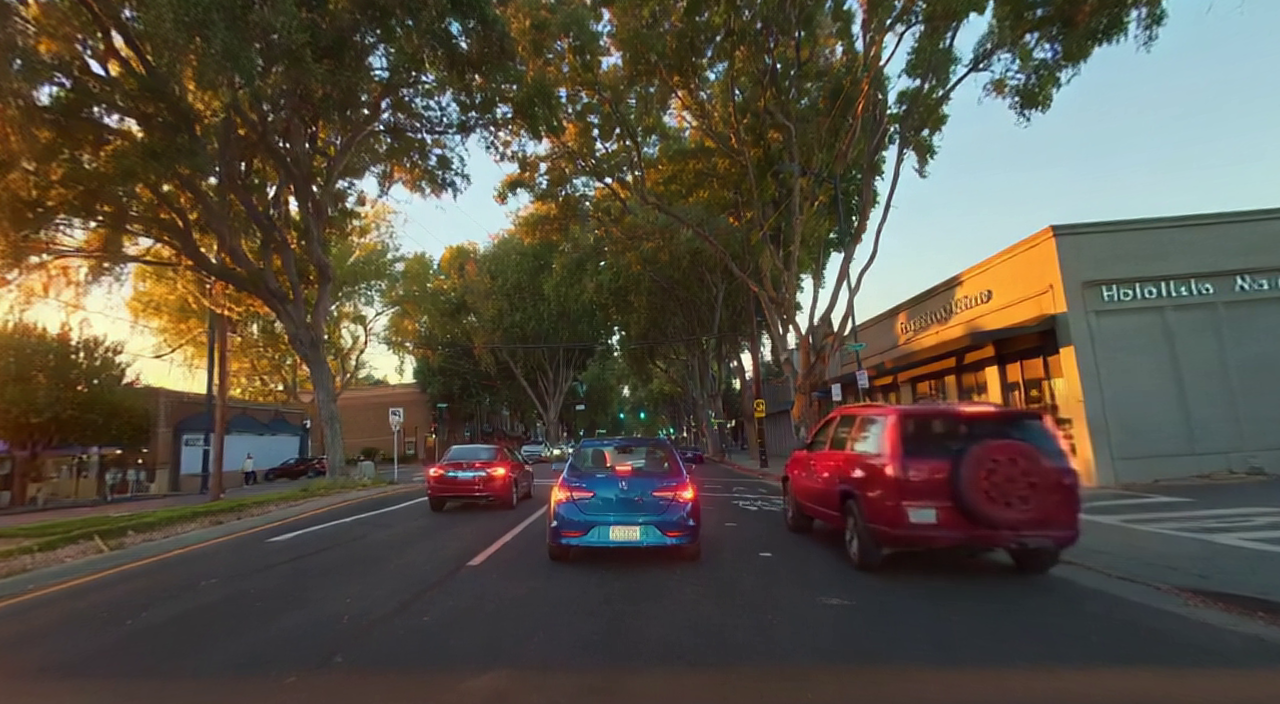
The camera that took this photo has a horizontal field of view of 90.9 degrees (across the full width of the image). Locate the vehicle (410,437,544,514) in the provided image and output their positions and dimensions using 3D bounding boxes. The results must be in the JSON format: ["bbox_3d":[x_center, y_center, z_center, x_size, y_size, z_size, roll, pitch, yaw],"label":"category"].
[{"bbox_3d":[-3.463,2.696,14.226,1.905,1.473,4.016,0,-9,0],"label":"vehicle"}]

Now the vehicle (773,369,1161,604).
[{"bbox_3d":[3.272,1.472,7.696,2.152,1.987,4.527,0,-9,-2],"label":"vehicle"}]

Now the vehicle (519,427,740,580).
[{"bbox_3d":[-0.114,1.795,8.268,2.160,1.482,4.037,0,-9,0],"label":"vehicle"}]

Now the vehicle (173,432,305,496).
[{"bbox_3d":[-19.169,5.357,30.618,2.286,2.777,5.926,0,-9,2],"label":"vehicle"}]
